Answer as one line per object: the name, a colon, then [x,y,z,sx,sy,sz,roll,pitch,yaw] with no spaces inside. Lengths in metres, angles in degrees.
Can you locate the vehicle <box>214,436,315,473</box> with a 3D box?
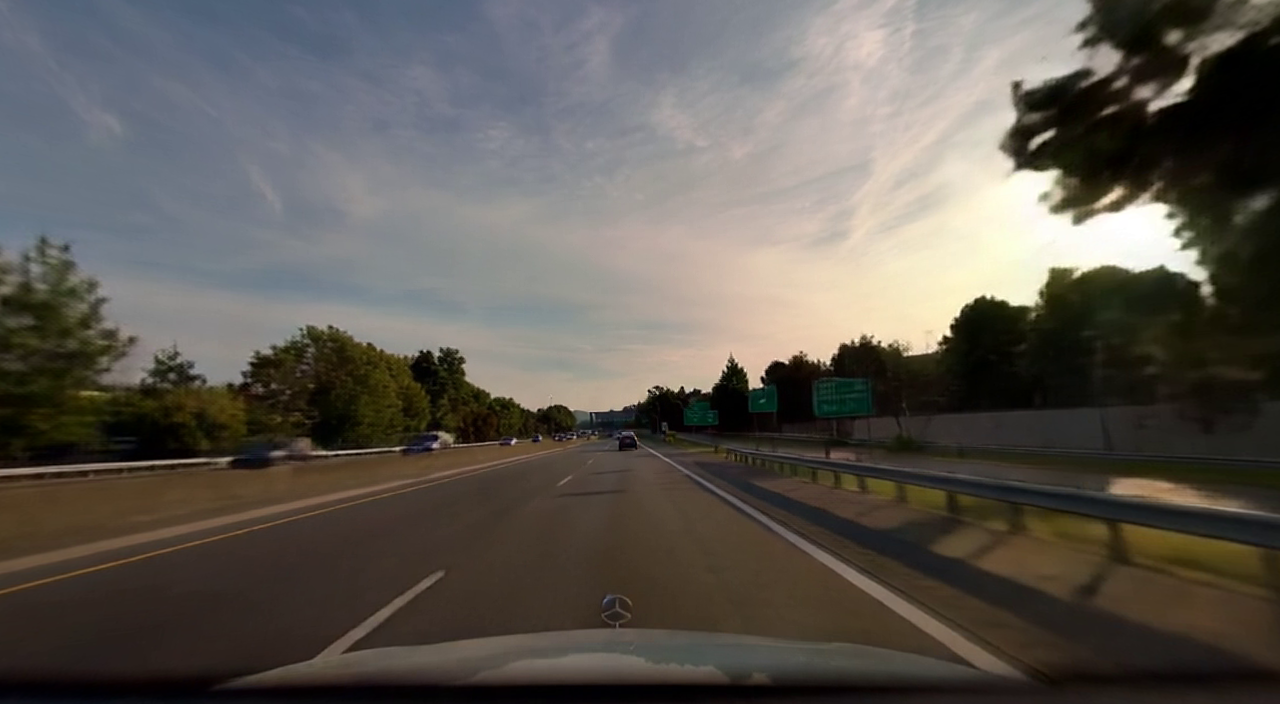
vehicle: [-17.174,4.675,29.098,1.897,1.575,4.535,0,-8,-1]

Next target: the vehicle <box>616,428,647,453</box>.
vehicle: [-0.682,6.999,49.921,2.295,1.861,4.564,0,-8,-1]

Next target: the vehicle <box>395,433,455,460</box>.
vehicle: [-12.397,5.462,36.609,1.993,1.508,4.223,0,-8,-1]
